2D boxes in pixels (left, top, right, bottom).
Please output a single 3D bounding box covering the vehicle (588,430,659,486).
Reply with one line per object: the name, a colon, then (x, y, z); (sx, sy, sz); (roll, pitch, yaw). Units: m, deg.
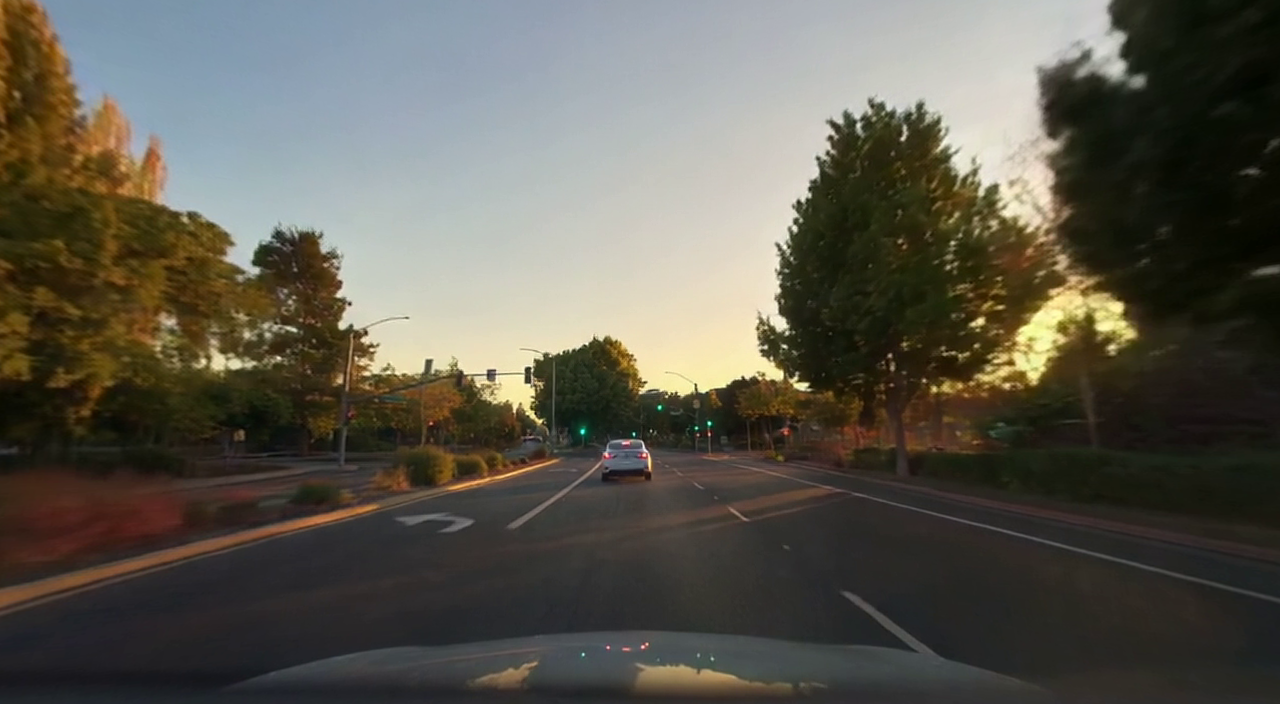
vehicle: (-0.548, 3.600, 21.656); (2.192, 1.734, 4.176); (0, -8, -1)
